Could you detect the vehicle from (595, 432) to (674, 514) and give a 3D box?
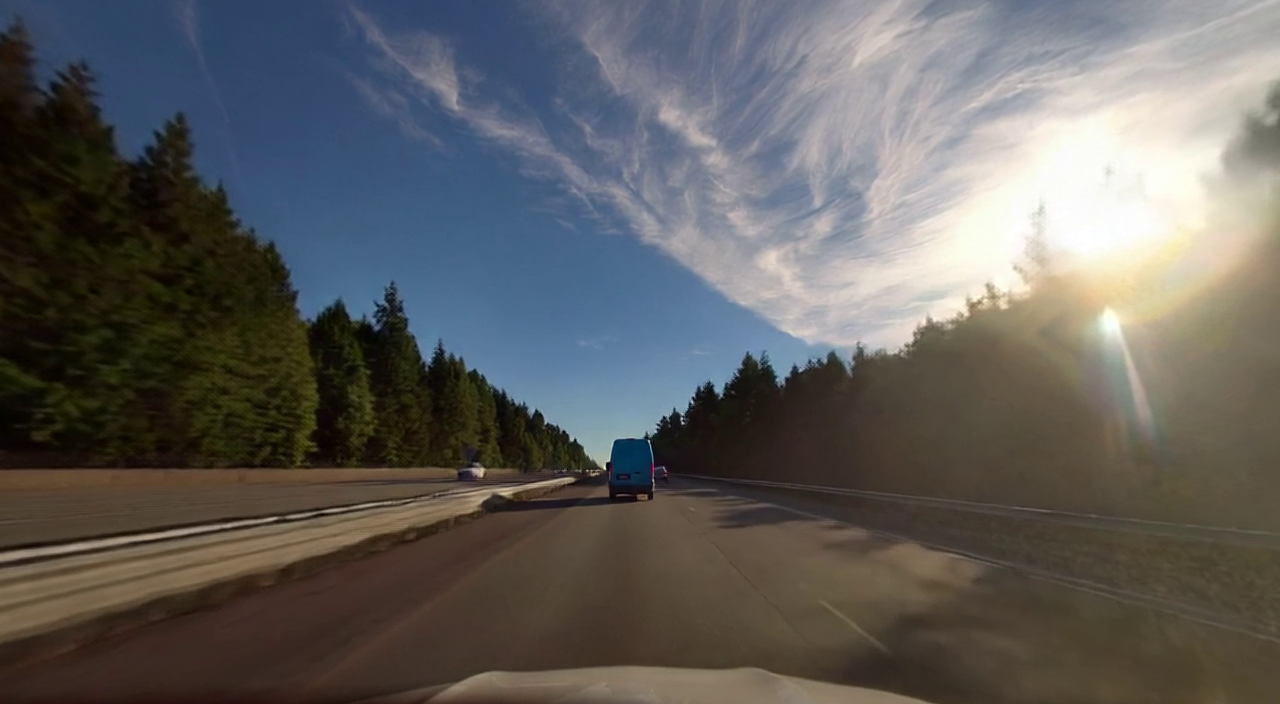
[{"bbox_3d":[-0.285,4.246,22.412,2.375,2.432,6.161,2,-10,-2],"label":"vehicle"}]
